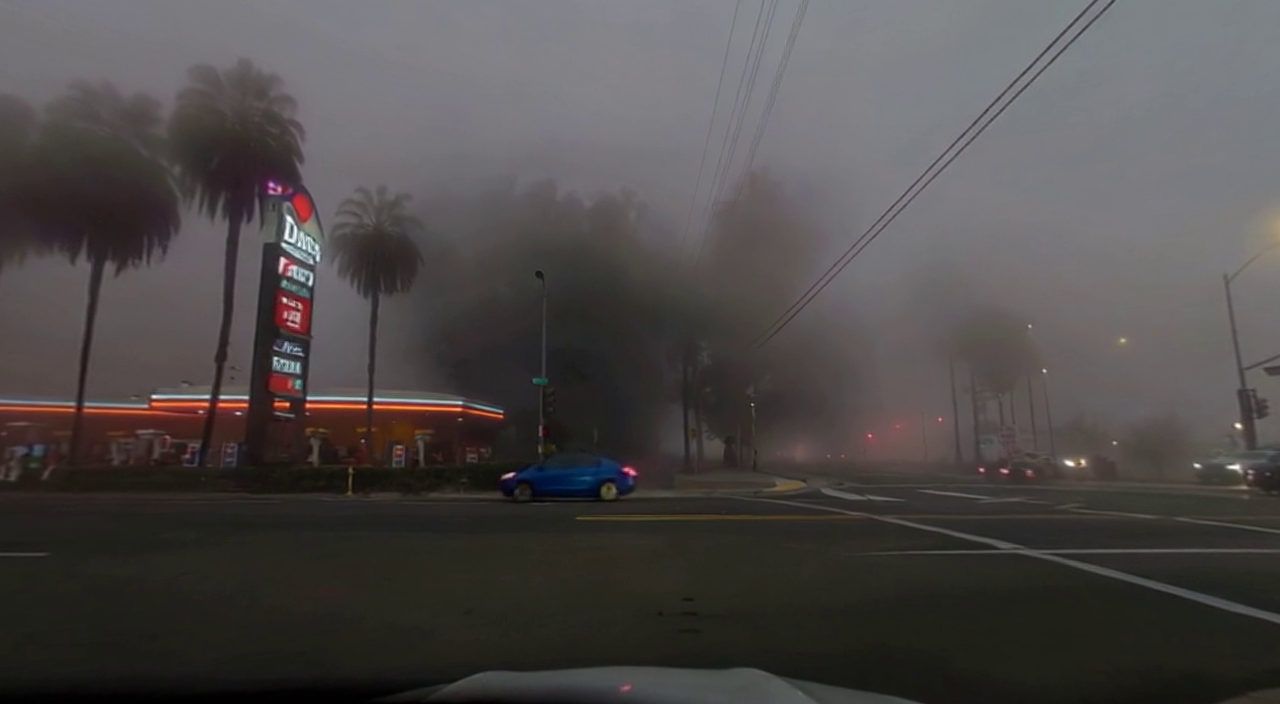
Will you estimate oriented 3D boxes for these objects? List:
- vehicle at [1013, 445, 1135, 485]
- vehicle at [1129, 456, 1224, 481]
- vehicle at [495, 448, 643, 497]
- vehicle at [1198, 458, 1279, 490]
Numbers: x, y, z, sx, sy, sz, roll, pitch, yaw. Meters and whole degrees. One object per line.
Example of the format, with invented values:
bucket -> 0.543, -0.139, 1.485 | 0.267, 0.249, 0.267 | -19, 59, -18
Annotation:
vehicle -> 22.554, 5.842, 32.928 | 4.880, 1.754, 2.202 | 0, -5, -5
vehicle -> 34.873, 7.546, 41.232 | 1.805, 1.466, 4.641 | 1, -9, -6
vehicle -> -2.249, 3.904, 20.626 | 4.570, 1.480, 1.873 | 1, -9, -4
vehicle -> 32.514, 6.380, 33.229 | 2.074, 1.480, 4.369 | 1, -9, -5
